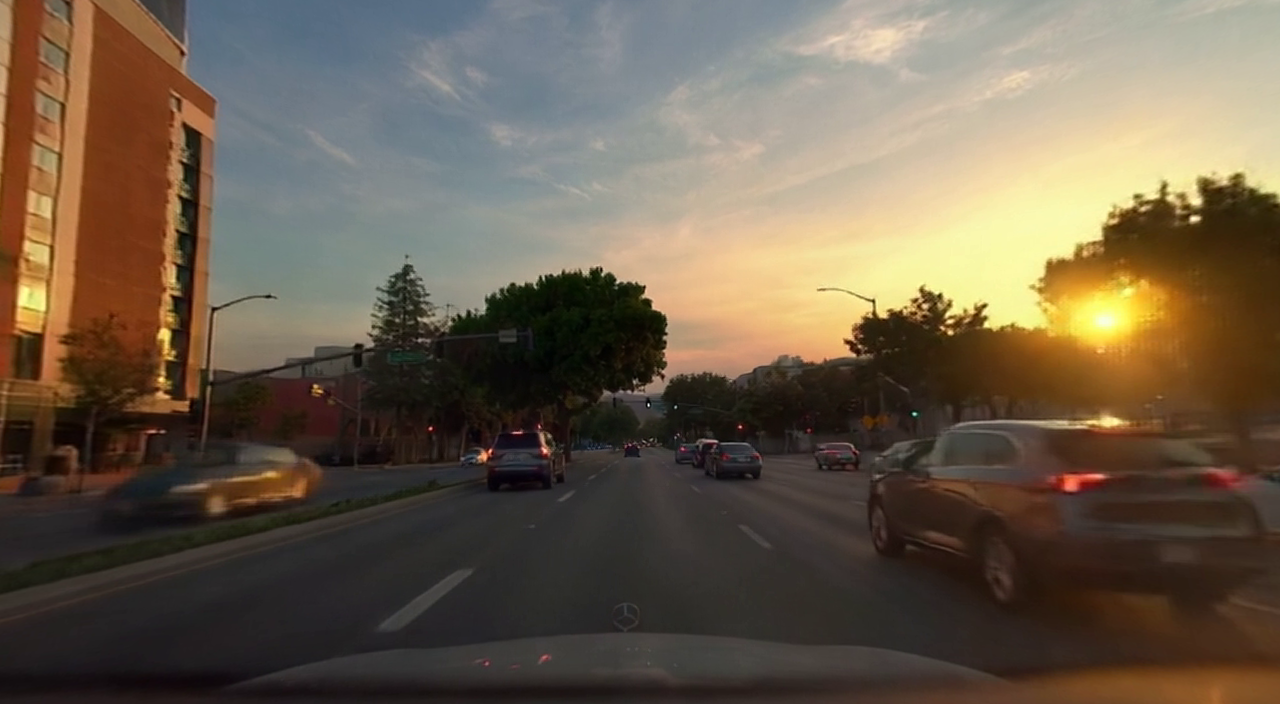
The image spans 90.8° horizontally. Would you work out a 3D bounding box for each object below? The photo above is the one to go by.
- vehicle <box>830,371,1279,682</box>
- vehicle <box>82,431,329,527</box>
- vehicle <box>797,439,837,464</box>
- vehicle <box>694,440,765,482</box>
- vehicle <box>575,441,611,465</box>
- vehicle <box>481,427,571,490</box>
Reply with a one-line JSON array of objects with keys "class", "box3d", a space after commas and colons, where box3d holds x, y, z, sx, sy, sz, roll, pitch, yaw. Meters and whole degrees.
[{"class": "vehicle", "box3d": [3.641, 1.320, 5.996, 2.152, 1.742, 4.704, 0, -8, -1]}, {"class": "vehicle", "box3d": [-8.821, 2.585, 13.480, 2.036, 1.655, 4.529, 0, -8, 0]}, {"class": "vehicle", "box3d": [12.053, 6.703, 42.746, 2.173, 1.614, 4.335, -4, -9, 20]}, {"class": "vehicle", "box3d": [3.452, 4.300, 25.246, 2.054, 1.473, 4.511, 0, -8, -2]}, {"class": "vehicle", "box3d": [-3.056, 6.621, 41.602, 2.032, 1.442, 4.336, 0, -8, 0]}, {"class": "vehicle", "box3d": [-3.562, 3.418, 20.563, 2.155, 1.797, 3.989, -1, -8, 1]}]
